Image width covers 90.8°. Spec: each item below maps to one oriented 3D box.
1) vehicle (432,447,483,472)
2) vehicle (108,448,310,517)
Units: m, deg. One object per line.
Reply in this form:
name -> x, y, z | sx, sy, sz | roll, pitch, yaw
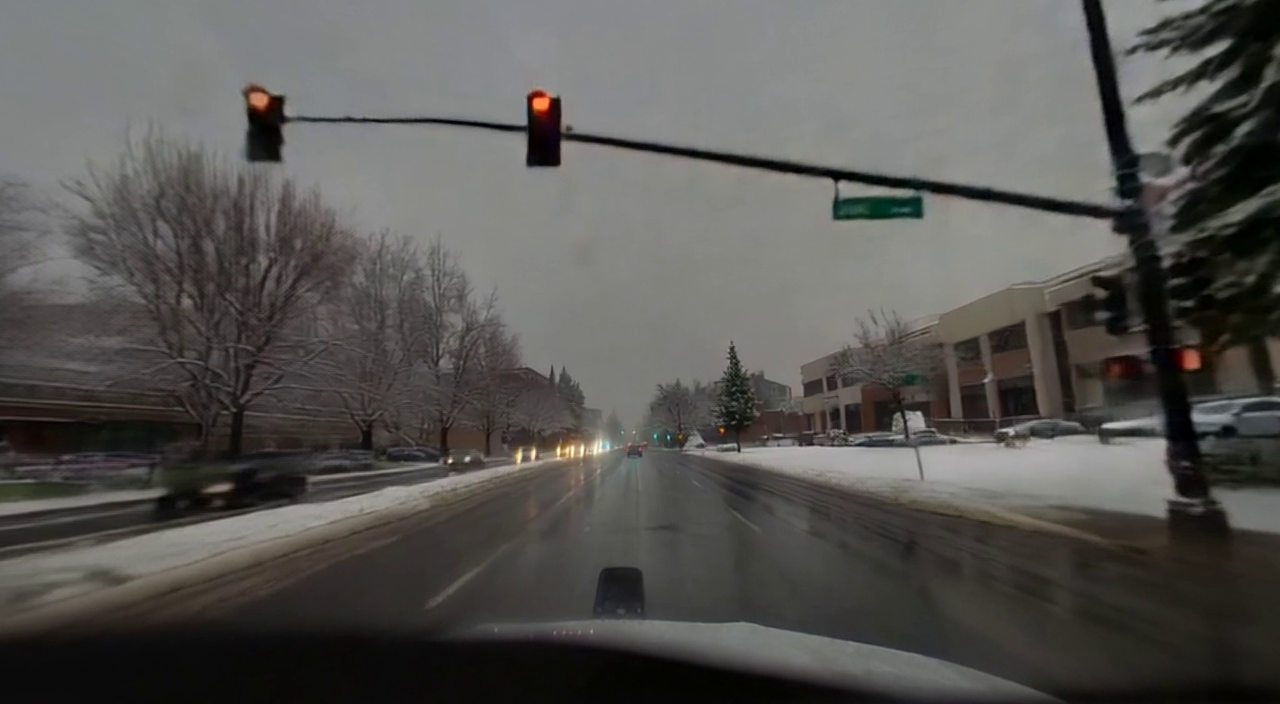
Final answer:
vehicle -> -11.890, 7.018, 41.402 | 1.945, 1.492, 4.672 | 0, -8, 0
vehicle -> -11.011, 3.330, 16.719 | 1.914, 1.499, 4.785 | -1, -8, 1
